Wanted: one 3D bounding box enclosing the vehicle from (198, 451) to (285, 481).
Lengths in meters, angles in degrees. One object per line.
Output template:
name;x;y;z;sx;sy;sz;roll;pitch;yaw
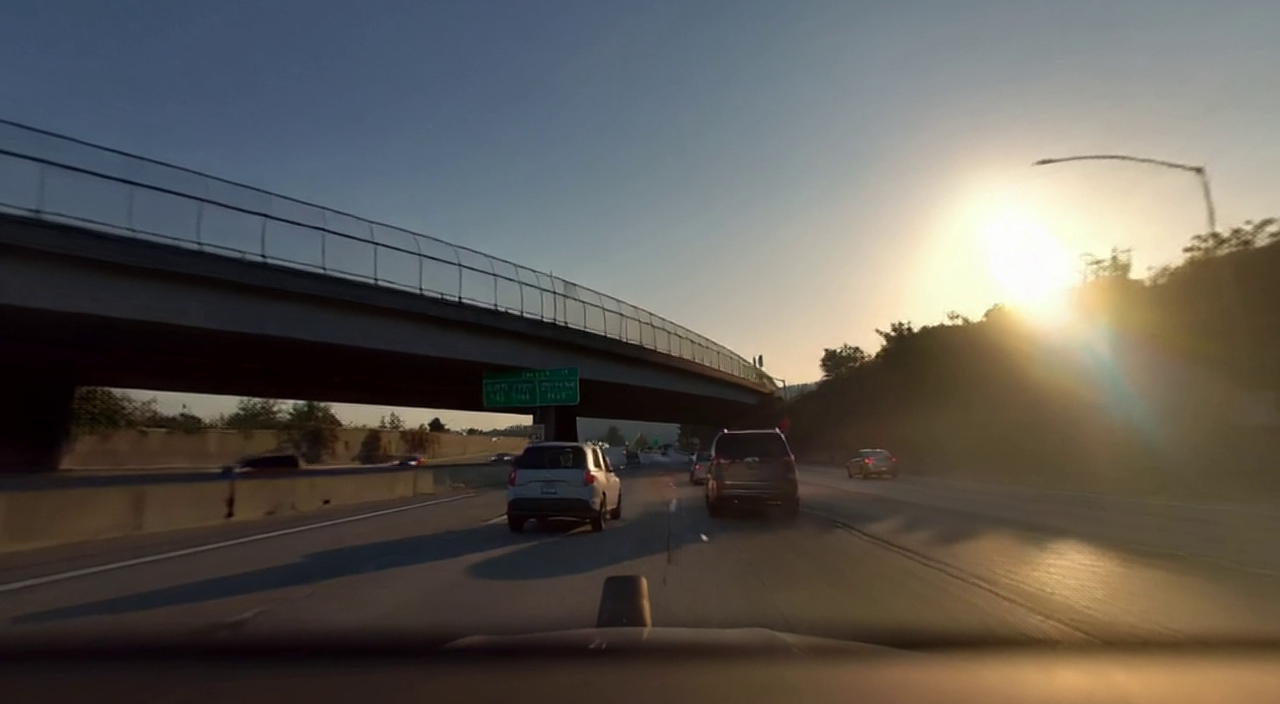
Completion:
vehicle;-23.452;6.707;37.159;1.978;1.605;4.626;0;-9;2

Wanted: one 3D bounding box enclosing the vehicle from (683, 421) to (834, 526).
vehicle;2.541;2.851;15.416;2.732;2.065;5.826;0;-9;2

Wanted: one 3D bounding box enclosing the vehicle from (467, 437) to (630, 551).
vehicle;-1.385;2.406;11.368;2.099;1.640;4.134;-1;-9;3

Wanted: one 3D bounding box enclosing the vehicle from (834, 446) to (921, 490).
vehicle;10.292;5.038;27.662;2.133;1.770;4.537;0;-9;2
